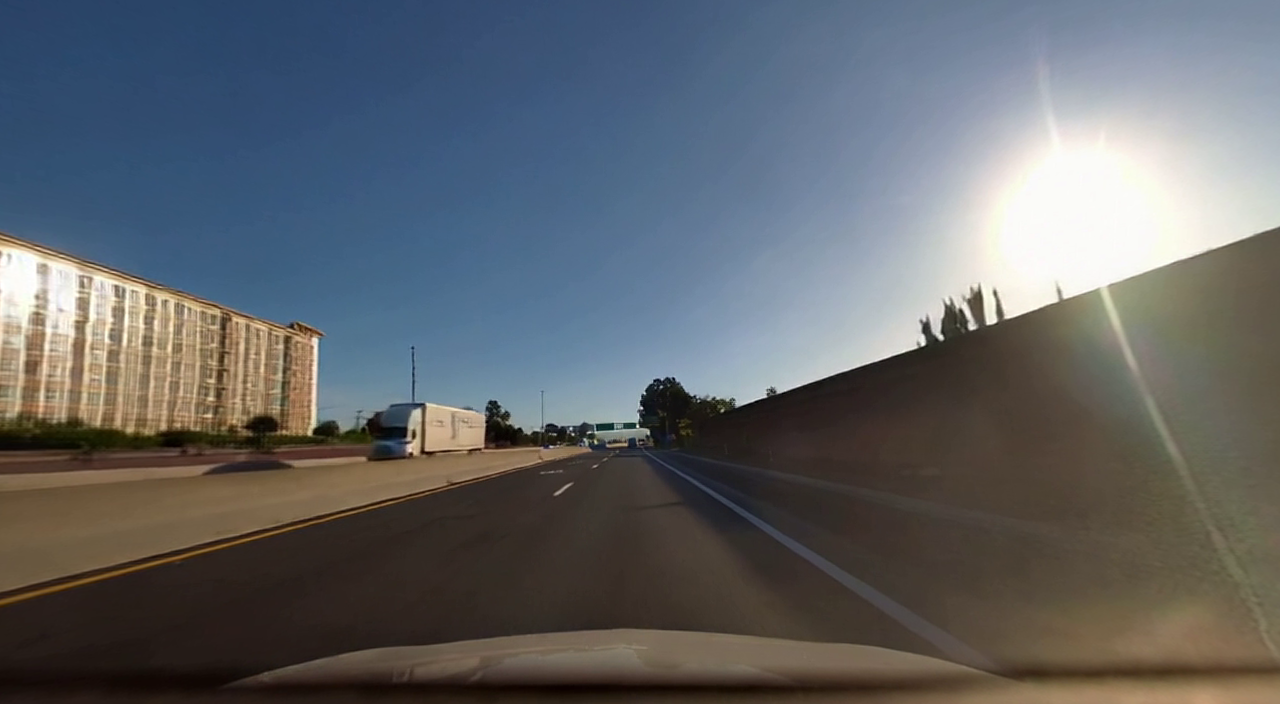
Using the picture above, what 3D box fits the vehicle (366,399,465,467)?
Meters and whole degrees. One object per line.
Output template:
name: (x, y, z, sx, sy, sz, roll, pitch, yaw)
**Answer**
vehicle: (-16.967, 6.319, 48.695, 3.837, 4.617, 10.494, 0, -8, -1)
